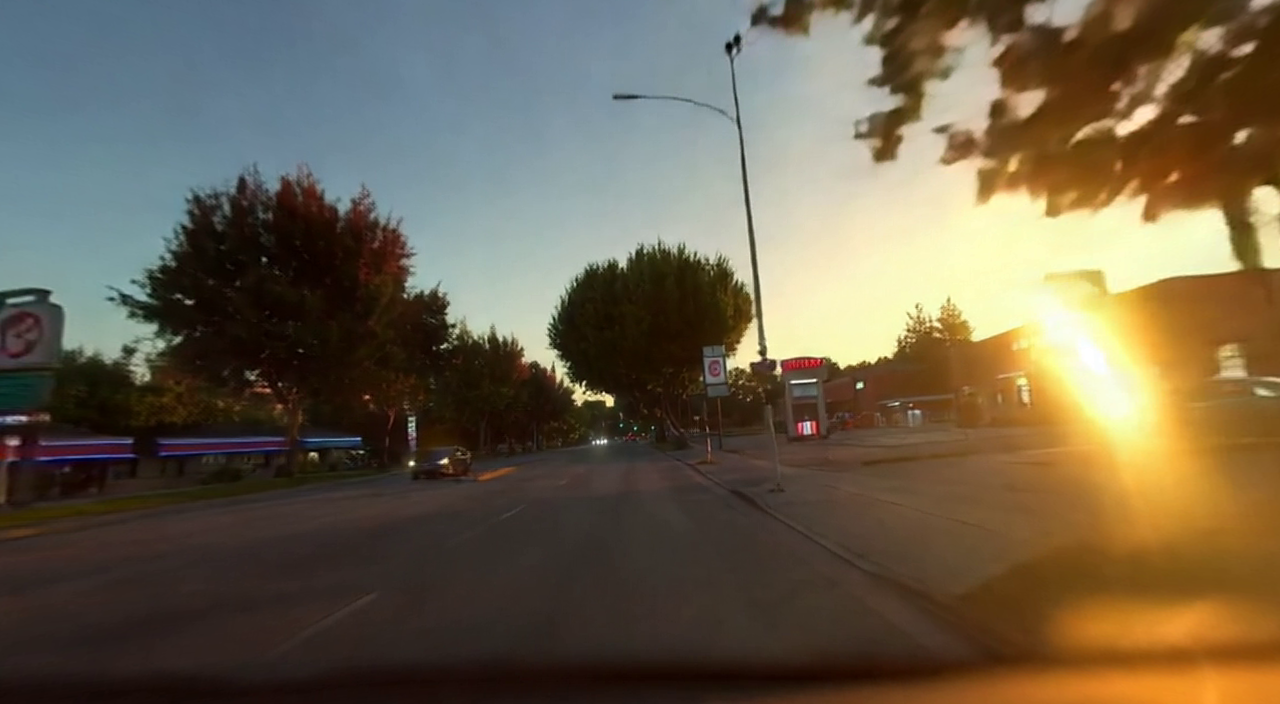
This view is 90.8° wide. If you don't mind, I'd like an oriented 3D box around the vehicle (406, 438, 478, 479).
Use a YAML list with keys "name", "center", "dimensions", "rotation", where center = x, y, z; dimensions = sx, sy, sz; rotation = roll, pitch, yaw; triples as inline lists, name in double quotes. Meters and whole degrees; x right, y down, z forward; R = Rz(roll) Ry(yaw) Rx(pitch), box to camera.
- name: "vehicle"
  center: [-9.296, 5.003, 30.073]
  dimensions: [2.050, 1.721, 4.369]
  rotation: [0, -7, -1]

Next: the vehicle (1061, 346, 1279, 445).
- name: "vehicle"
  center: [12.635, 1.097, 14.107]
  dimensions: [1.939, 1.753, 4.974]
  rotation: [3, -11, -23]
